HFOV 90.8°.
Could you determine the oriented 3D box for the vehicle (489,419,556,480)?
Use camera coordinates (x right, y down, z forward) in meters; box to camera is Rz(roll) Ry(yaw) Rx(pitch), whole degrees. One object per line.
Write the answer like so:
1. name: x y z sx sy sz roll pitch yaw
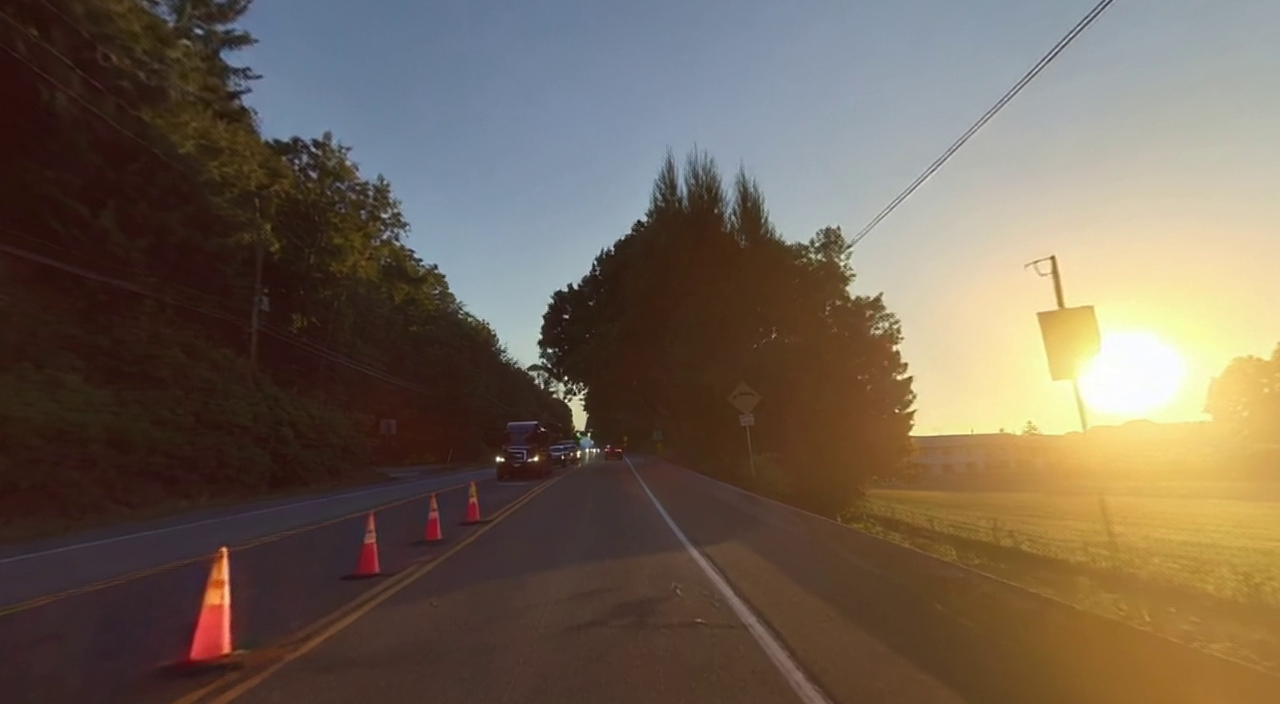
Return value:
1. vehicle: -5.164 4.349 28.399 2.380 2.488 4.028 0 -8 -3
